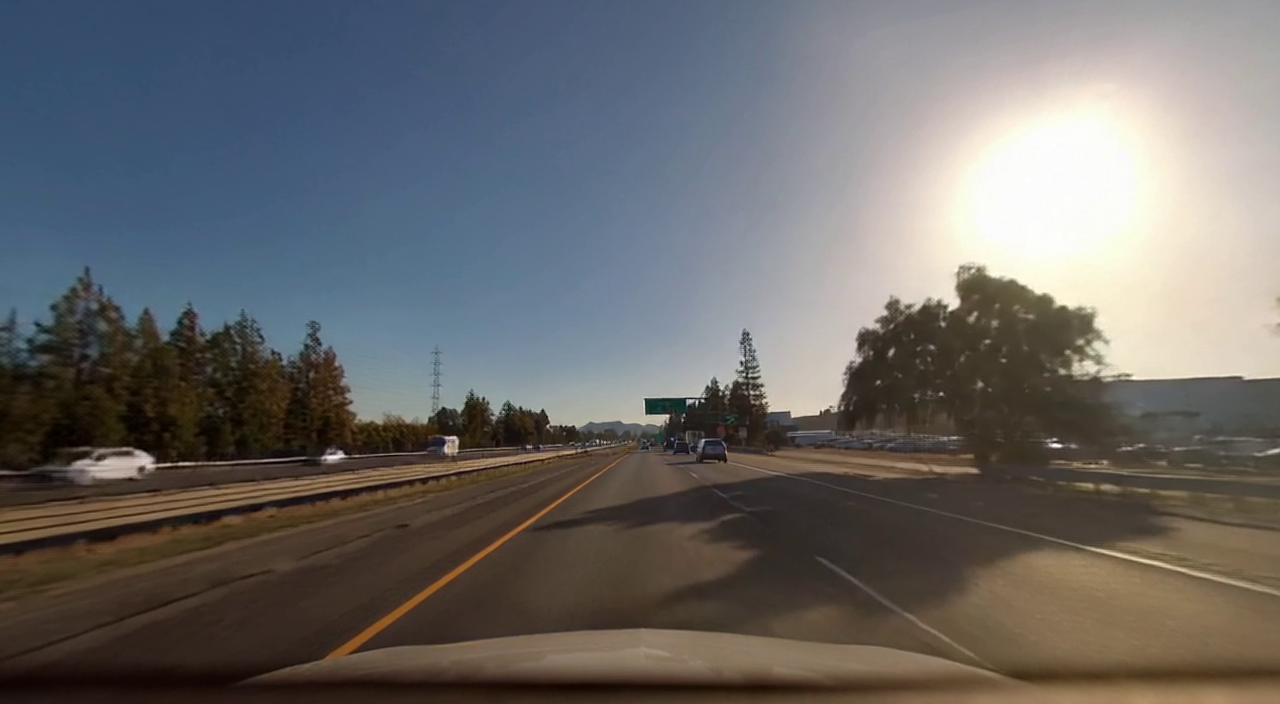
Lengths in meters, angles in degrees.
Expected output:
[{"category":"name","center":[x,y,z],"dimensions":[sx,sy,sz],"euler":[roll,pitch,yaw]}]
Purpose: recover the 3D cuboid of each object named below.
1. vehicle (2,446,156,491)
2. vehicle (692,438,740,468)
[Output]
[{"category":"vehicle","center":[-24.173,4.988,27.499],"dimensions":[2.027,1.763,5.013],"euler":[0,-8,1]},{"category":"vehicle","center":[4.085,5.476,34.401],"dimensions":[2.062,1.518,4.026],"euler":[0,-8,-1]}]
